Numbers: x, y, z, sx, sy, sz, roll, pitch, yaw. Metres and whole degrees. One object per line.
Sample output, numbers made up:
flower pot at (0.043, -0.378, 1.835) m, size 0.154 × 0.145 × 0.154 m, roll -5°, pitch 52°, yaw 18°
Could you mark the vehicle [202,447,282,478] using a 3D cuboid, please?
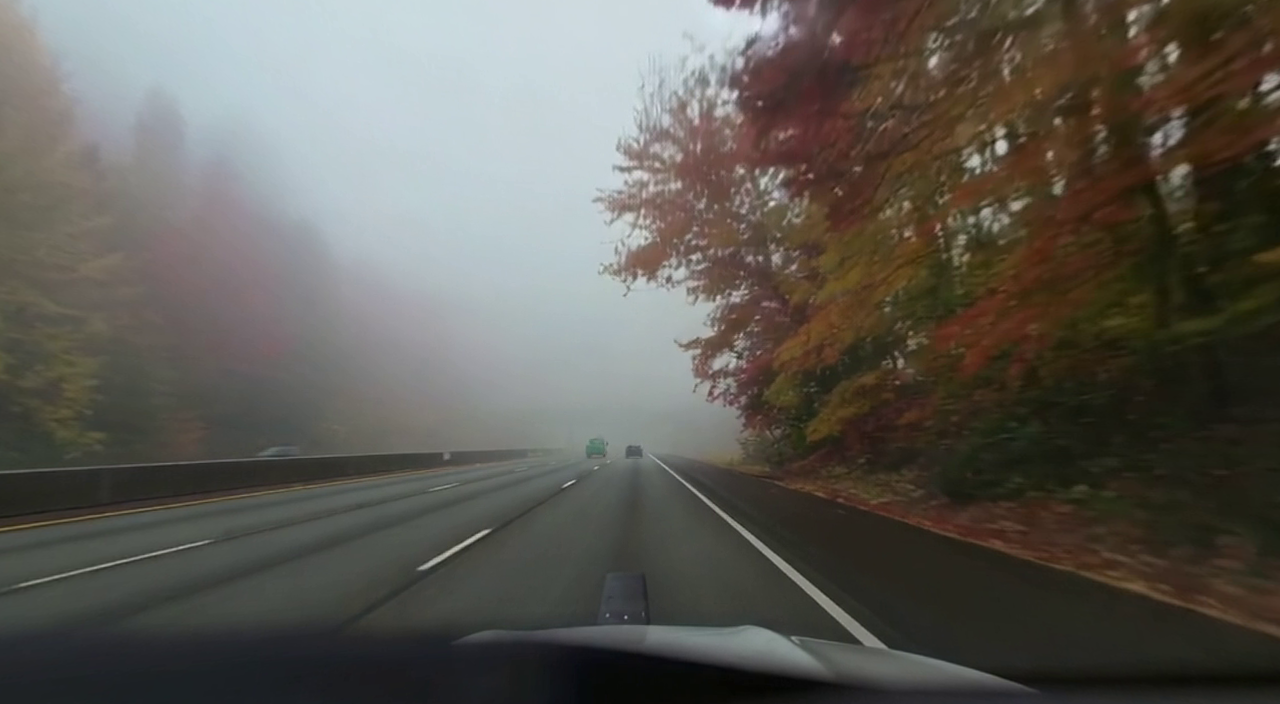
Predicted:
vehicle at (-22.049, 6.117, 34.983) m, size 1.887 × 1.499 × 4.235 m, roll 1°, pitch -8°, yaw -3°
